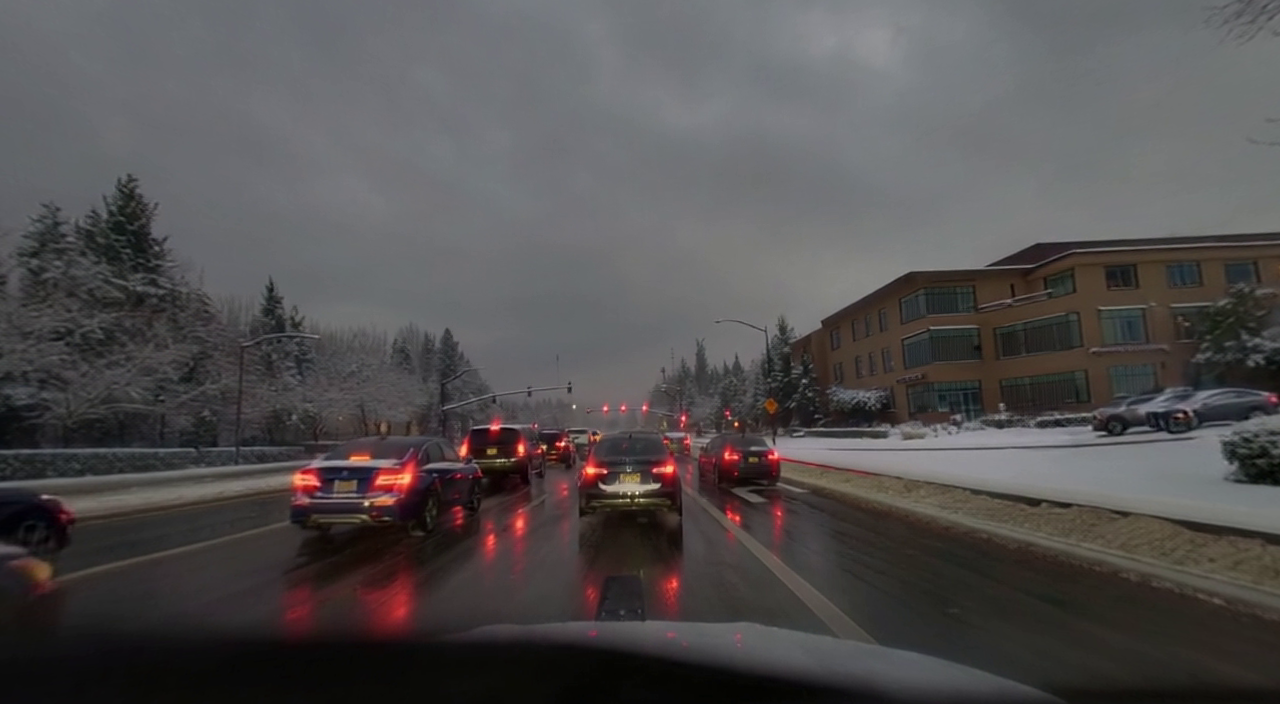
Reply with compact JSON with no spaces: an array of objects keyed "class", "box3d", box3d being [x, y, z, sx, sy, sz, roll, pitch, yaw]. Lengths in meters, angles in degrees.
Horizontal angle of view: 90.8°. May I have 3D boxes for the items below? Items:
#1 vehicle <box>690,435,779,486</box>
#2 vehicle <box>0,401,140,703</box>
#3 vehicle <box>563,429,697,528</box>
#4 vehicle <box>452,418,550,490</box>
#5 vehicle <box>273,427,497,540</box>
[{"class":"vehicle","box3d":[2.857,3.395,20.133,1.978,1.452,4.381,0,-8,-2]},{"class":"vehicle","box3d":[-3.717,0.734,1.161,2.052,1.475,4.341,0,-8,0]},{"class":"vehicle","box3d":[-0.203,2.196,11.566,2.007,1.467,4.059,0,-8,-2]},{"class":"vehicle","box3d":[-4.013,3.029,19.057,2.054,1.881,4.469,0,-8,-2]},{"class":"vehicle","box3d":[-3.863,2.057,10.529,1.985,1.467,4.224,0,-8,0]}]
